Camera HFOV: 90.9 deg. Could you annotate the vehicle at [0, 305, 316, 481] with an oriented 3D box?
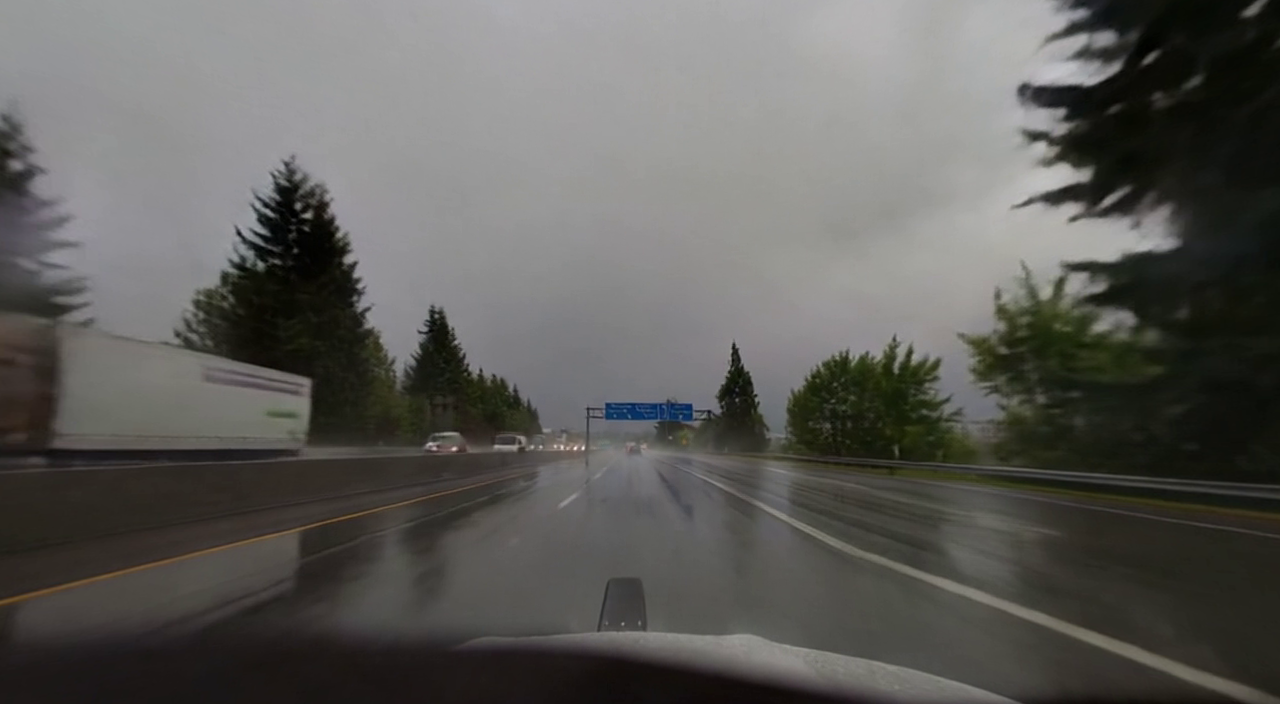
[{"bbox_3d":[-16.307,1.991,21.017,2.743,4.034,16.022,-1,-9,-1],"label":"vehicle"}]
